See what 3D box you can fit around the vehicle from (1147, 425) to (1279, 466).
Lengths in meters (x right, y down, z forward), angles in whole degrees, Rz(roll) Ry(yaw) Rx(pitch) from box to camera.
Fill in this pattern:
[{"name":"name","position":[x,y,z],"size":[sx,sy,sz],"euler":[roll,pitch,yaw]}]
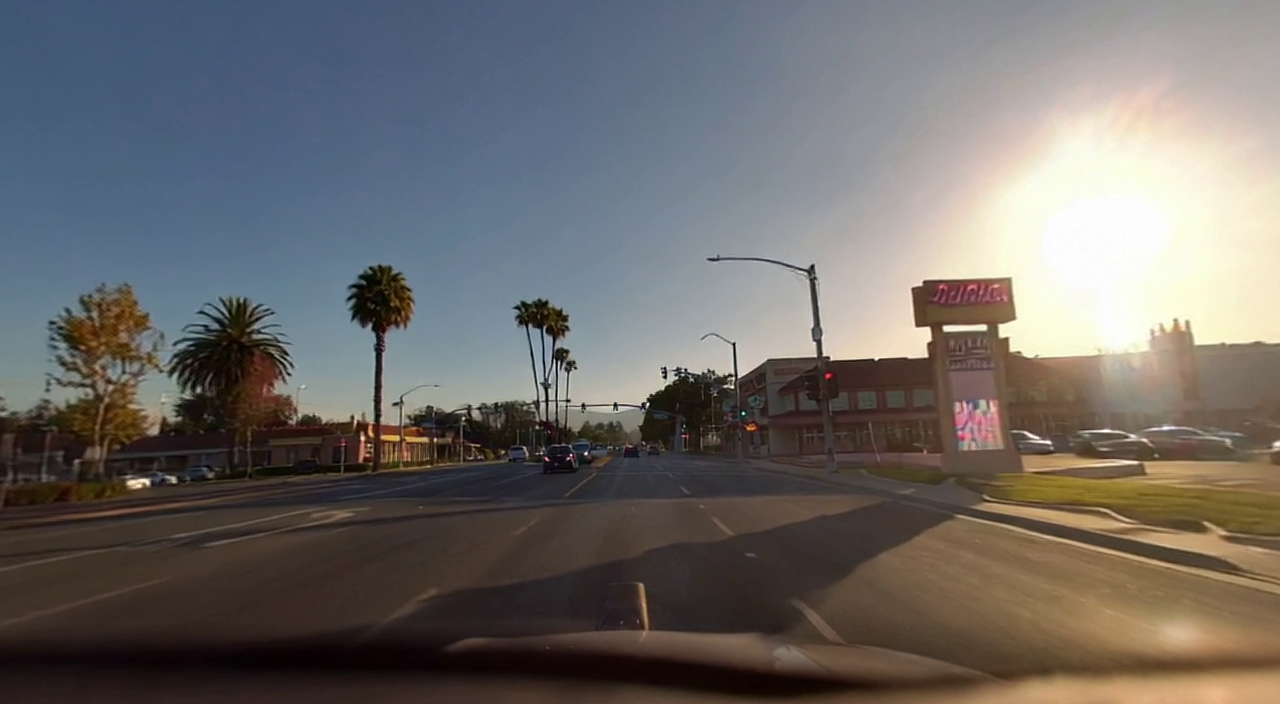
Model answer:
[{"name":"vehicle","position":[22.436,3.547,23.904],"size":[4.620,1.445,1.909],"euler":[-5,-10,26]}]

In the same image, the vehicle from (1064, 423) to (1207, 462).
[{"name":"vehicle","position":[21.450,3.988,27.635],"size":[4.505,1.584,2.015],"euler":[-5,-10,27]}]

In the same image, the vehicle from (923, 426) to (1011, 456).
[{"name":"vehicle","position":[20.860,5.708,40.413],"size":[4.753,1.809,2.016],"euler":[-5,-9,28]}]

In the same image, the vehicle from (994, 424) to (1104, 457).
[{"name":"vehicle","position":[21.656,4.750,33.695],"size":[4.600,1.677,1.980],"euler":[-5,-10,26]}]

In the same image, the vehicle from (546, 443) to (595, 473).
[{"name":"vehicle","position":[-3.649,5.680,34.030],"size":[2.181,1.483,4.123],"euler":[0,-9,0]}]
